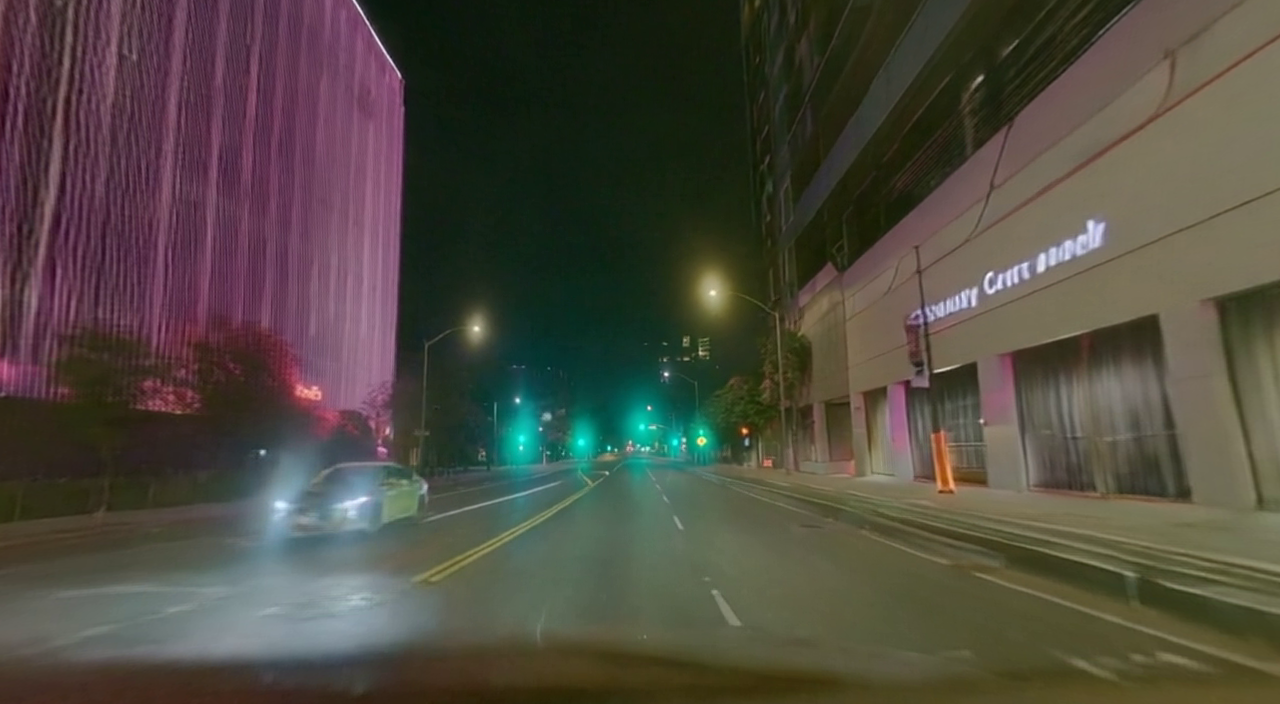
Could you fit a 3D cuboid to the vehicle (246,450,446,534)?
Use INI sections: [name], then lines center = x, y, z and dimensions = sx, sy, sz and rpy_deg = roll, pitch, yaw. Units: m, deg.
[vehicle]
center = -6.307, 3.020, 14.376
dimensions = 2.037, 1.563, 4.754
rpy_deg = -1, -9, 4
